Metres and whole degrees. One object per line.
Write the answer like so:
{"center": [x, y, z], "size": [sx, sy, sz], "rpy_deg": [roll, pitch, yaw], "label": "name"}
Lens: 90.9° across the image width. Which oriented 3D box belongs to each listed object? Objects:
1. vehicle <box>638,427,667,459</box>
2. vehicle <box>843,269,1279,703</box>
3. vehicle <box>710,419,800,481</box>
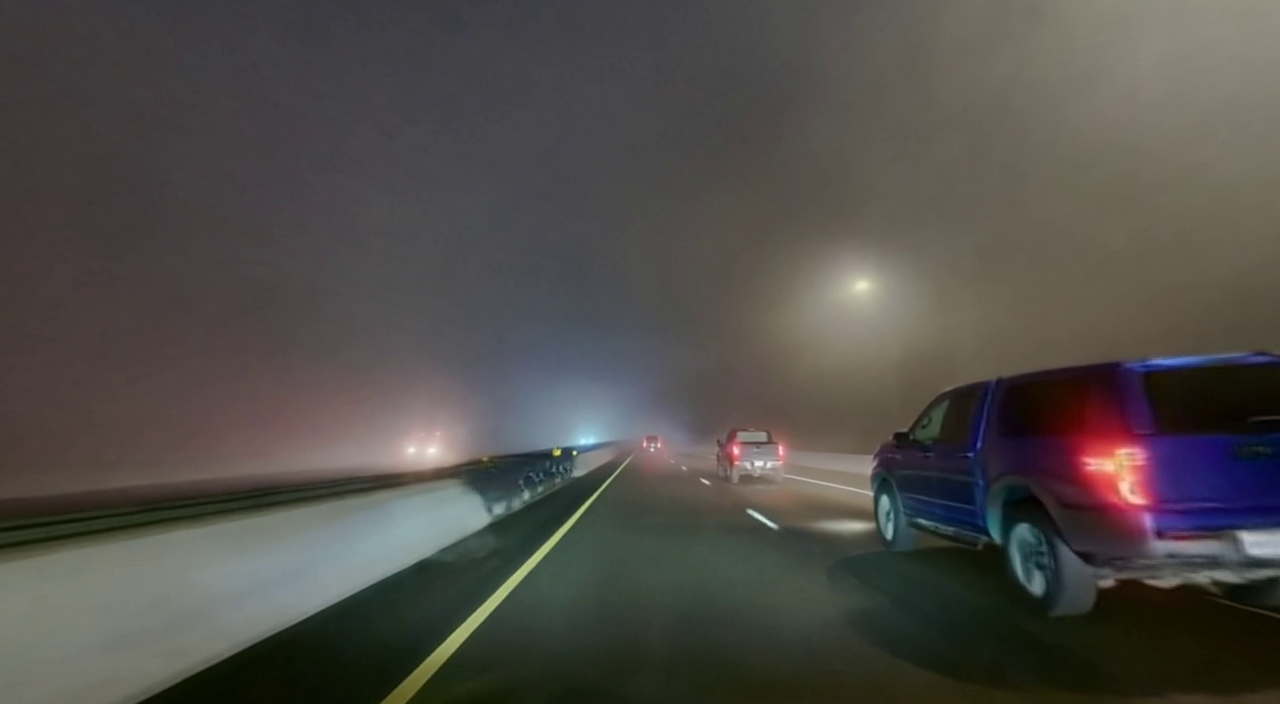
{"center": [0.914, 7.040, 48.742], "size": [2.099, 2.260, 4.899], "rpy_deg": [-1, -8, 0], "label": "vehicle"}
{"center": [3.557, 1.013, 5.086], "size": [2.145, 2.069, 5.057], "rpy_deg": [-1, -8, 0], "label": "vehicle"}
{"center": [4.375, 3.861, 25.122], "size": [2.594, 2.155, 5.670], "rpy_deg": [-1, -8, 1], "label": "vehicle"}
